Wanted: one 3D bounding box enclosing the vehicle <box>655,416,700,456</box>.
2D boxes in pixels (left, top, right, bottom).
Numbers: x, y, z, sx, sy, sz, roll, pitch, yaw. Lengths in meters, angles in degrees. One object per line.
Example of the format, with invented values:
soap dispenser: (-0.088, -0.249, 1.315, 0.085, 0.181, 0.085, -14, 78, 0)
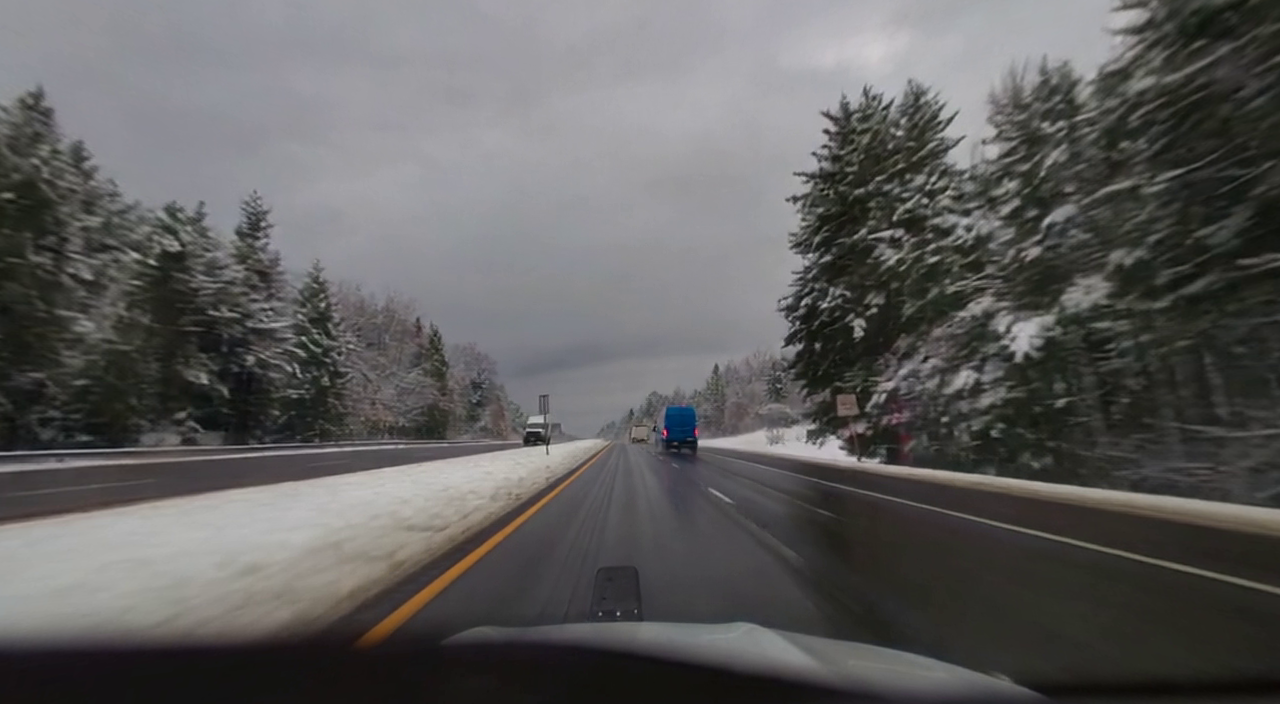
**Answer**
vehicle: (2.572, 6.003, 45.029, 2.570, 2.596, 6.082, 0, -8, -3)
